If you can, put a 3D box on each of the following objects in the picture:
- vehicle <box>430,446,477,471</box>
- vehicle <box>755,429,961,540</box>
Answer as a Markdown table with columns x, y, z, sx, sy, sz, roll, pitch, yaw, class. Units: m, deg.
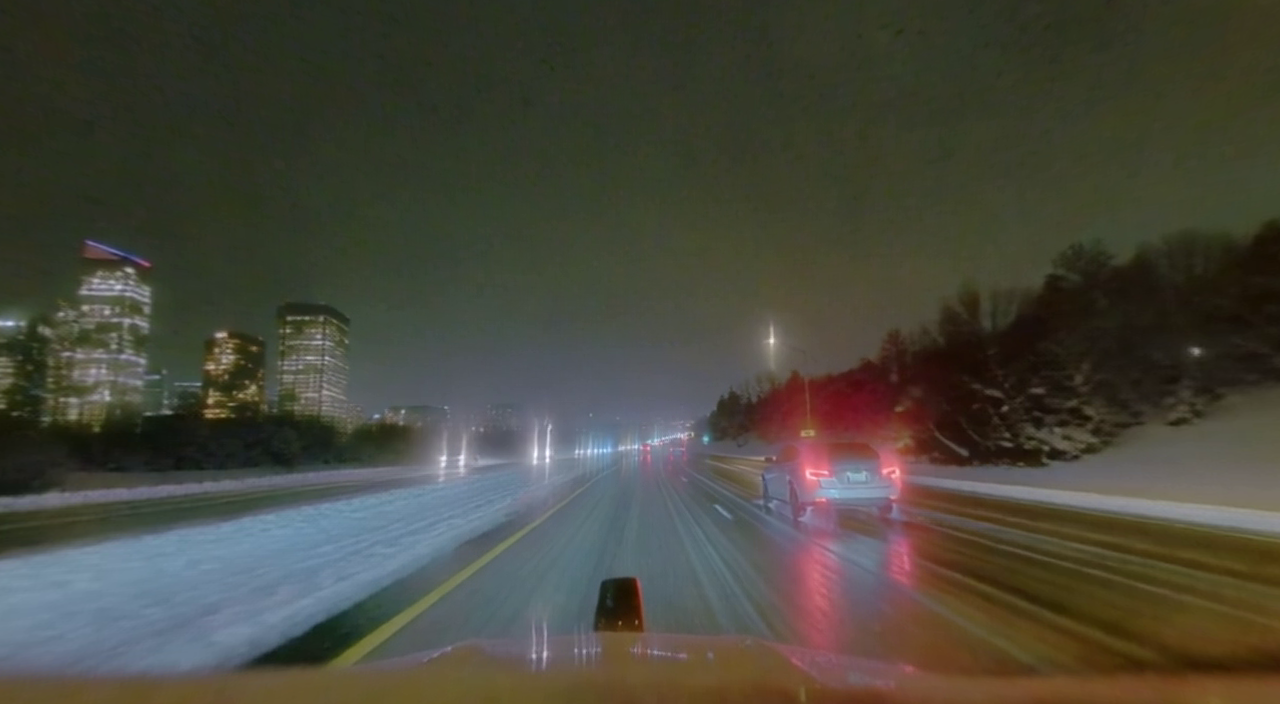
| x | y | z | sx | sy | sz | roll | pitch | yaw | class |
| --- | --- | --- | --- | --- | --- | --- | --- | --- | --- |
| -14.542 | 8.333 | 49.503 | 2.106 | 1.809 | 4.622 | 0 | -8 | 1 | vehicle |
| 3.481 | 2.198 | 11.197 | 1.982 | 1.533 | 4.612 | 0 | -8 | 0 | vehicle |
